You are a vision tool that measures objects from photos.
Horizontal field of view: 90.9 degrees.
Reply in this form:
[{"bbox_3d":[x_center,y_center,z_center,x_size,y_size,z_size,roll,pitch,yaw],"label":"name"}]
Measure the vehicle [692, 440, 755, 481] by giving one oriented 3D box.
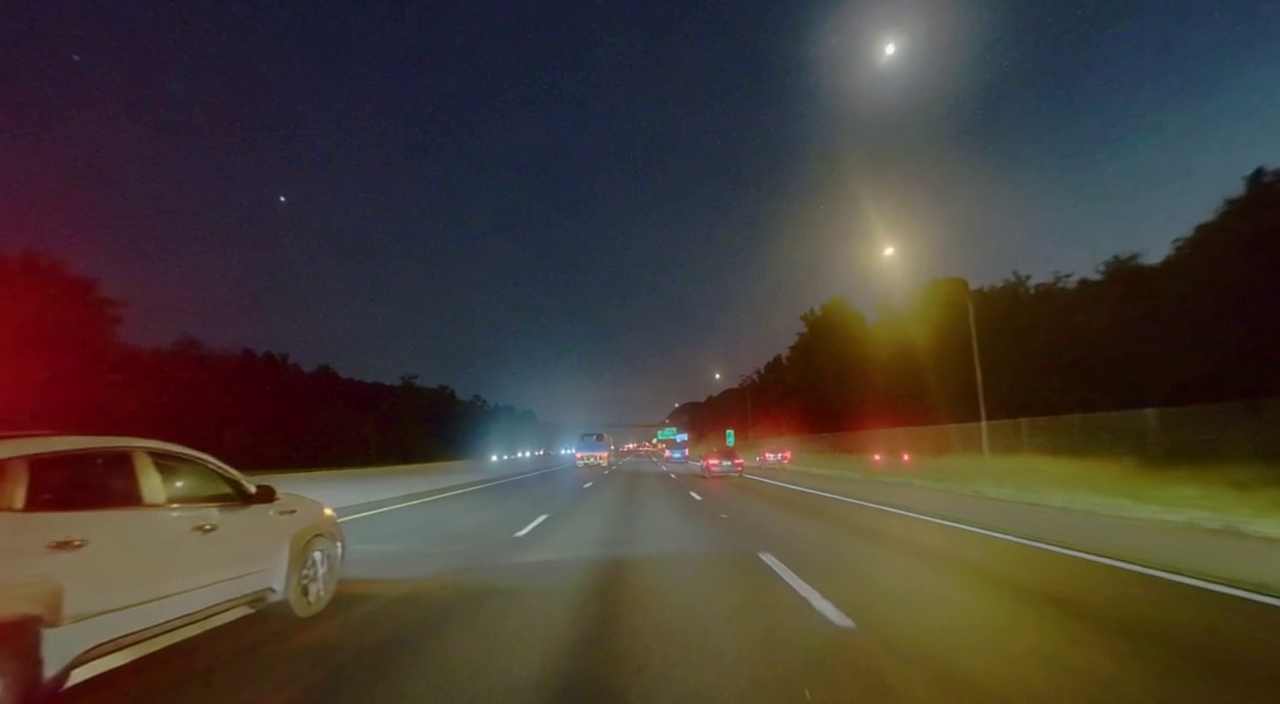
[{"bbox_3d":[3.357,4.503,26.253,1.983,1.545,4.038,0,-9,-1],"label":"vehicle"}]
